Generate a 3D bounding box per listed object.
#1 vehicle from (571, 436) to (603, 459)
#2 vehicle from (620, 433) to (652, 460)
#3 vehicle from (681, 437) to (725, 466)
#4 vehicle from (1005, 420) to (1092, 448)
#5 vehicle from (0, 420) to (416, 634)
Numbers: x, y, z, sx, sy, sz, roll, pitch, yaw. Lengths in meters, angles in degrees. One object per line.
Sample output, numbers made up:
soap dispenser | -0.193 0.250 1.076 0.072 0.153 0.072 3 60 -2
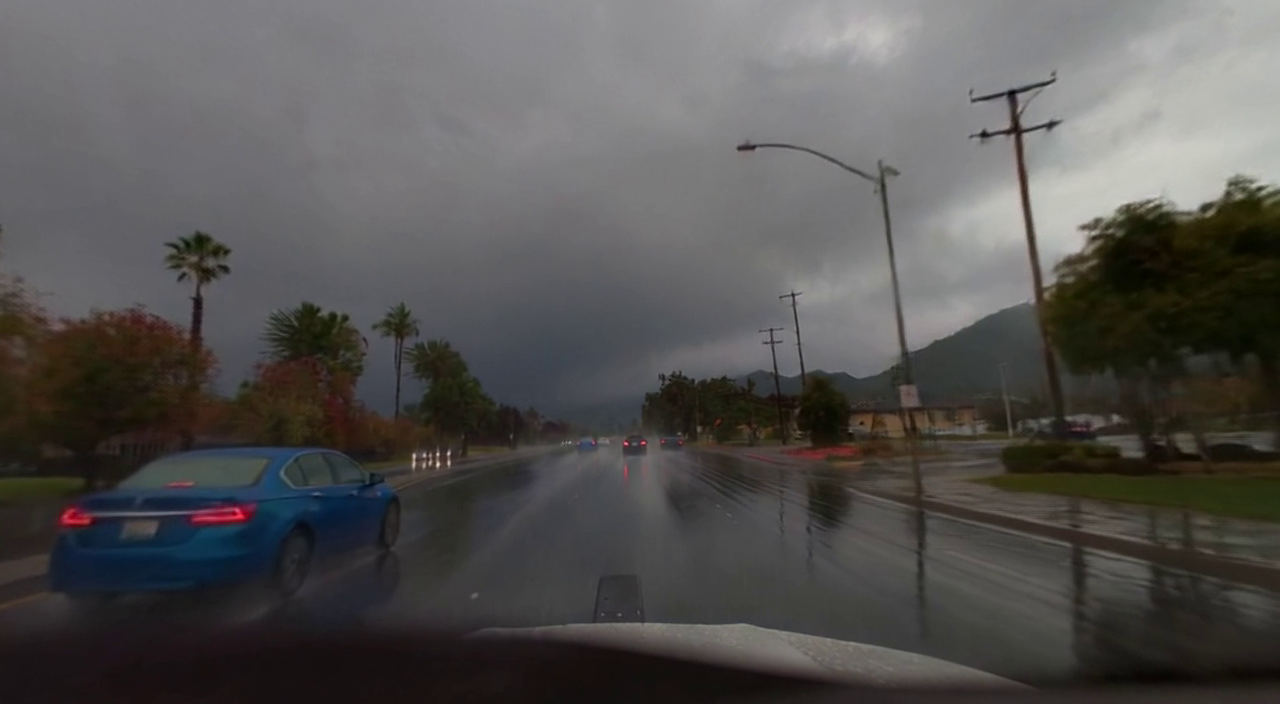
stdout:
vehicle | -3.800 6.936 45.910 2.000 1.569 3.794 0 -8 -1
vehicle | -0.287 6.414 42.865 2.043 1.734 4.253 0 -8 -1
vehicle | 3.346 5.397 34.368 1.830 1.451 4.009 0 -8 -2
vehicle | 23.711 4.810 36.850 1.754 1.504 4.090 2 -9 -14
vehicle | -4.014 1.542 6.693 1.844 1.451 4.543 0 -8 -3
